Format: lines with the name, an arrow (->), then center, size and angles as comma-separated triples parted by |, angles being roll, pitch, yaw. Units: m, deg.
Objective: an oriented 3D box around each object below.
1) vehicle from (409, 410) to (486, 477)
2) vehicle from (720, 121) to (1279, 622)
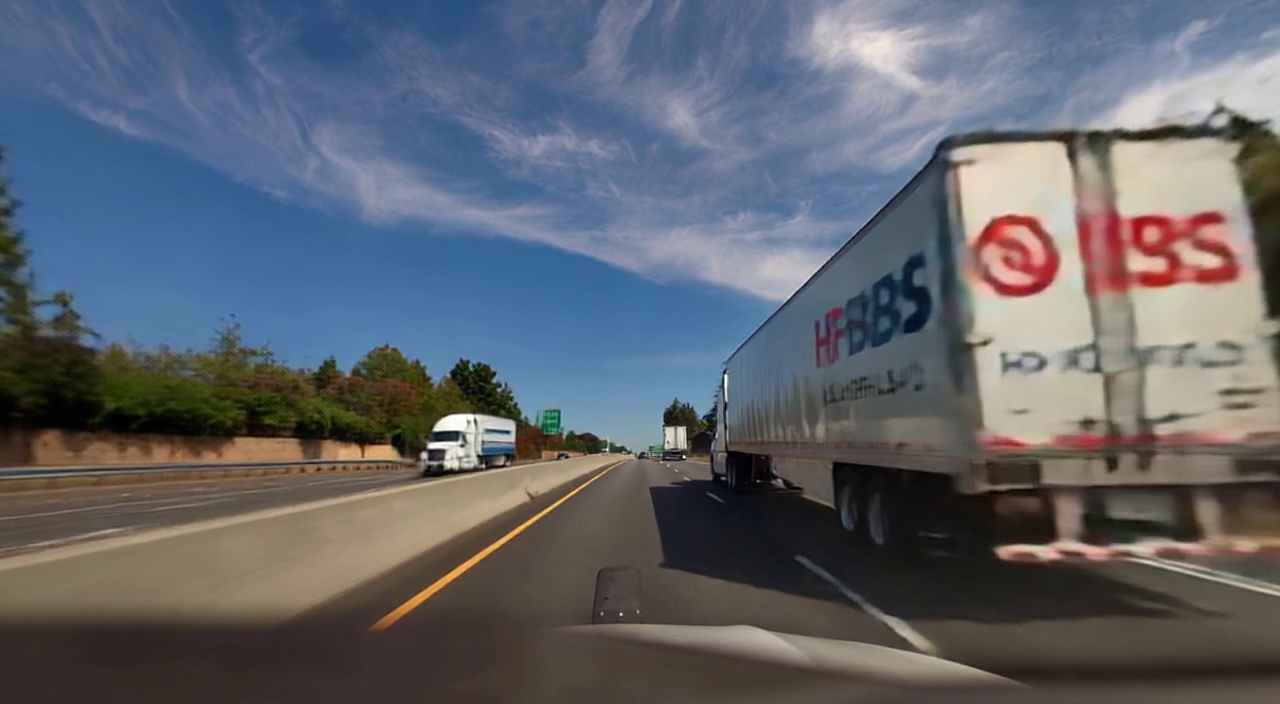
vehicle -> -12.333, 5.986, 40.968 | 3.006, 3.972, 5.785 | 0, -9, 1
vehicle -> 4.025, 1.133, 12.021 | 2.926, 4.060, 14.068 | 0, -9, -1
